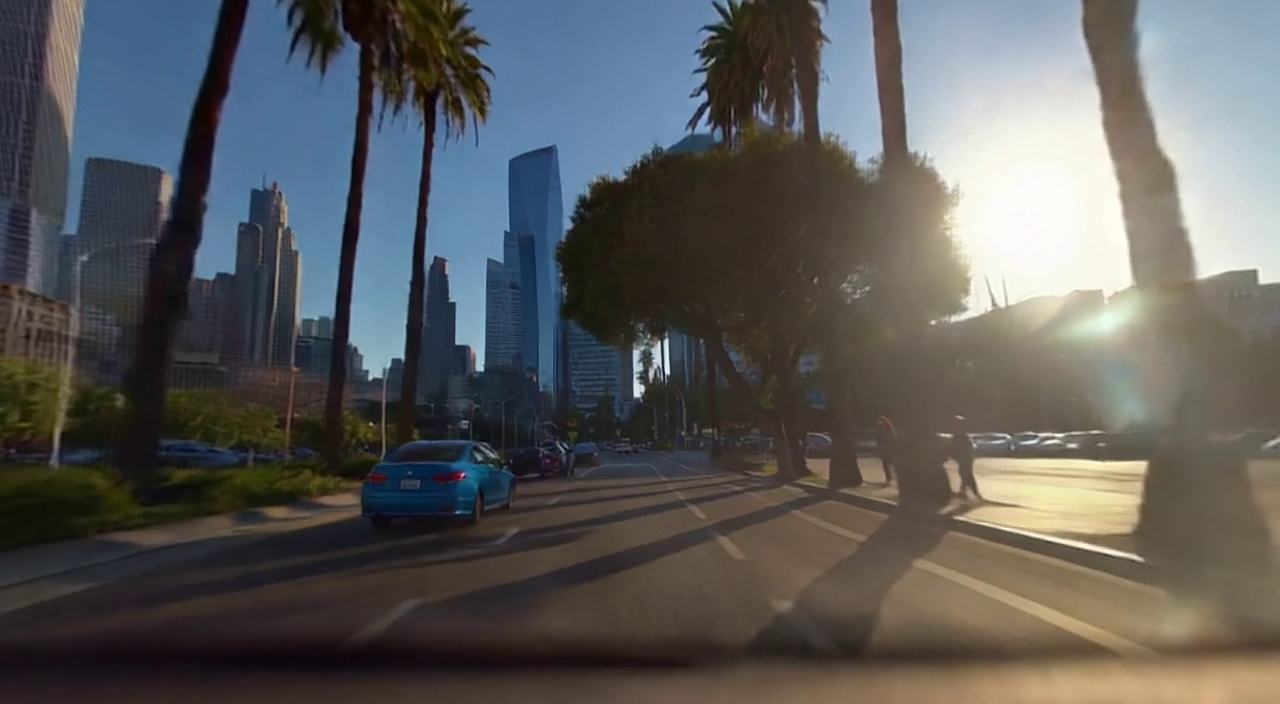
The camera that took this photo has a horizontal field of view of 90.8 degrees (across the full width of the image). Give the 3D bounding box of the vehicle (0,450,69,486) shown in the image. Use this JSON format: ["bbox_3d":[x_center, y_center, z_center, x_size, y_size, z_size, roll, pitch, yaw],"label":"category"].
[{"bbox_3d":[-31.059,5.711,31.238,1.835,1.664,3.972,-1,-8,2],"label":"vehicle"}]

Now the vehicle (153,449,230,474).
[{"bbox_3d":[-31.114,7.563,43.997,1.888,1.625,4.699,0,-8,0],"label":"vehicle"}]

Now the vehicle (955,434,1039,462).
[{"bbox_3d":[20.330,5.479,36.273,1.976,1.431,4.774,-1,-8,-1],"label":"vehicle"}]

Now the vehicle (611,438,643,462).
[{"bbox_3d":[-0.841,6.458,41.595,2.004,1.465,3.713,0,-8,0],"label":"vehicle"}]

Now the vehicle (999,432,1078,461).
[{"bbox_3d":[22.707,5.423,36.179,1.938,1.522,4.121,0,-8,2],"label":"vehicle"}]

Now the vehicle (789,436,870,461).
[{"bbox_3d":[12.771,6.536,42.742,4.749,1.522,1.905,-1,-9,-3],"label":"vehicle"}]

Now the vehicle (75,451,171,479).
[{"bbox_3d":[-30.954,6.761,38.073,1.859,1.524,4.812,0,-8,-2],"label":"vehicle"}]

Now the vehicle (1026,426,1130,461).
[{"bbox_3d":[25.053,5.287,36.449,2.147,1.886,5.603,0,-8,2],"label":"vehicle"}]

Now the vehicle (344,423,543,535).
[{"bbox_3d":[-3.099,2.104,11.086,2.071,1.544,4.383,0,-8,0],"label":"vehicle"}]
